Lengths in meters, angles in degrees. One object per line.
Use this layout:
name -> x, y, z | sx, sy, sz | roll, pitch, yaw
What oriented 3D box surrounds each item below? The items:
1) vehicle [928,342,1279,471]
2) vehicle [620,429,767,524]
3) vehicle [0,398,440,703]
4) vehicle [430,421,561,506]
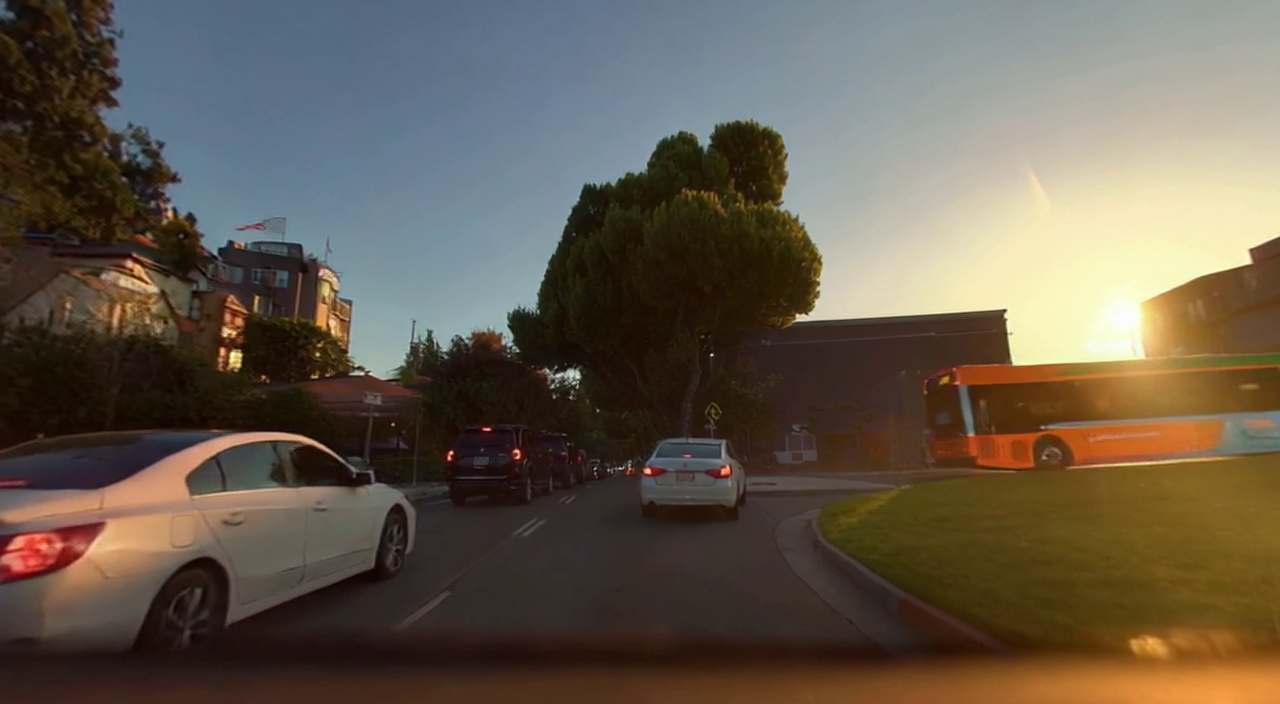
vehicle -> 14.083, 1.668, 18.115 | 9.977, 3.303, 2.948 | -2, -8, 10
vehicle -> 1.207, 2.270, 12.115 | 2.020, 1.478, 3.922 | -3, -8, 17
vehicle -> -3.344, 1.219, 4.544 | 1.953, 1.480, 4.522 | -1, -8, 6
vehicle -> -3.310, 2.657, 15.506 | 2.017, 1.761, 4.572 | 0, -8, 2
